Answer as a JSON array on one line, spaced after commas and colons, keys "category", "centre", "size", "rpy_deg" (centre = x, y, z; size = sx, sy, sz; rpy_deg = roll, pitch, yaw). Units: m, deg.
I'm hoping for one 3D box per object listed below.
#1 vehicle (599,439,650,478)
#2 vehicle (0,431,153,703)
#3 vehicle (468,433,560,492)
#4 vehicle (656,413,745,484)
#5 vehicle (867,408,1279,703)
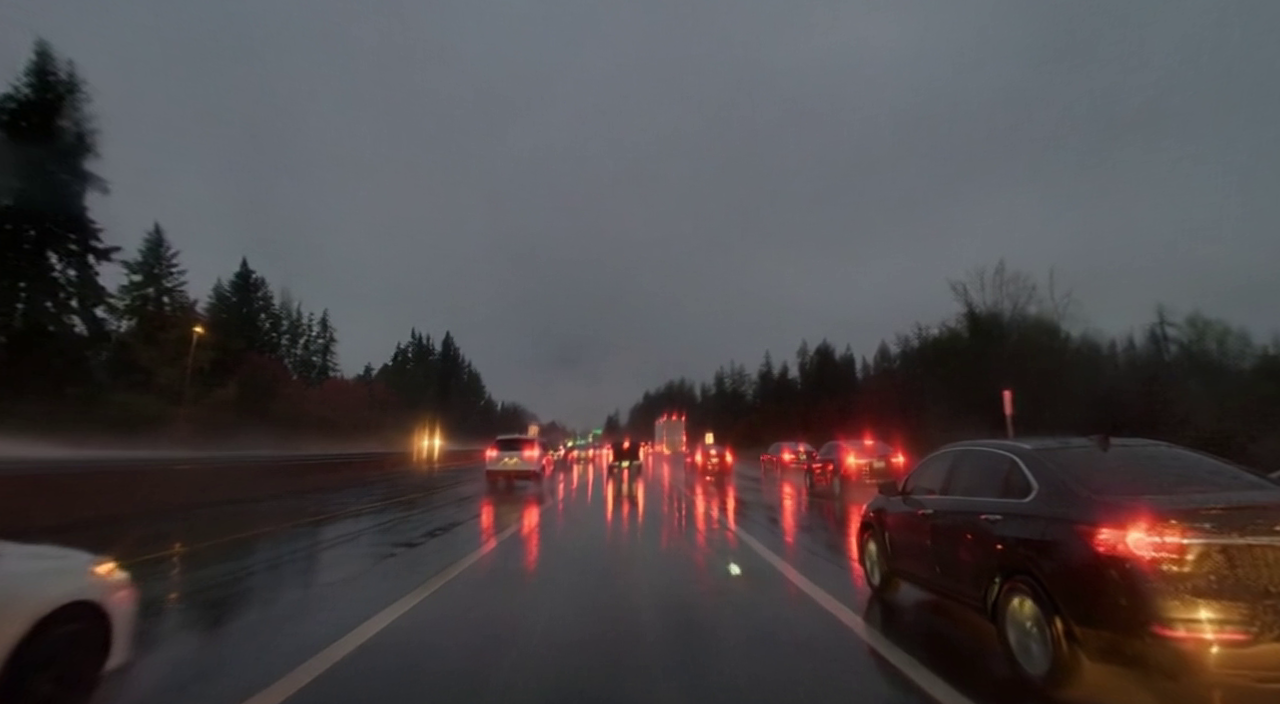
[{"category": "vehicle", "centre": [-0.713, 5.006, 29.694], "size": [2.235, 1.682, 4.094], "rpy_deg": [0, -9, -1]}, {"category": "vehicle", "centre": [-4.105, 0.905, 1.790], "size": [1.947, 1.424, 4.264], "rpy_deg": [0, -9, 1]}, {"category": "vehicle", "centre": [-4.180, 3.747, 21.780], "size": [2.176, 1.783, 4.799], "rpy_deg": [0, -9, 0]}, {"category": "vehicle", "centre": [2.970, 5.382, 35.393], "size": [3.426, 3.279, 12.313], "rpy_deg": [0, -9, -2]}, {"category": "vehicle", "centre": [3.069, 1.159, 3.443], "size": [2.031, 1.504, 4.327], "rpy_deg": [0, -9, 0]}]
